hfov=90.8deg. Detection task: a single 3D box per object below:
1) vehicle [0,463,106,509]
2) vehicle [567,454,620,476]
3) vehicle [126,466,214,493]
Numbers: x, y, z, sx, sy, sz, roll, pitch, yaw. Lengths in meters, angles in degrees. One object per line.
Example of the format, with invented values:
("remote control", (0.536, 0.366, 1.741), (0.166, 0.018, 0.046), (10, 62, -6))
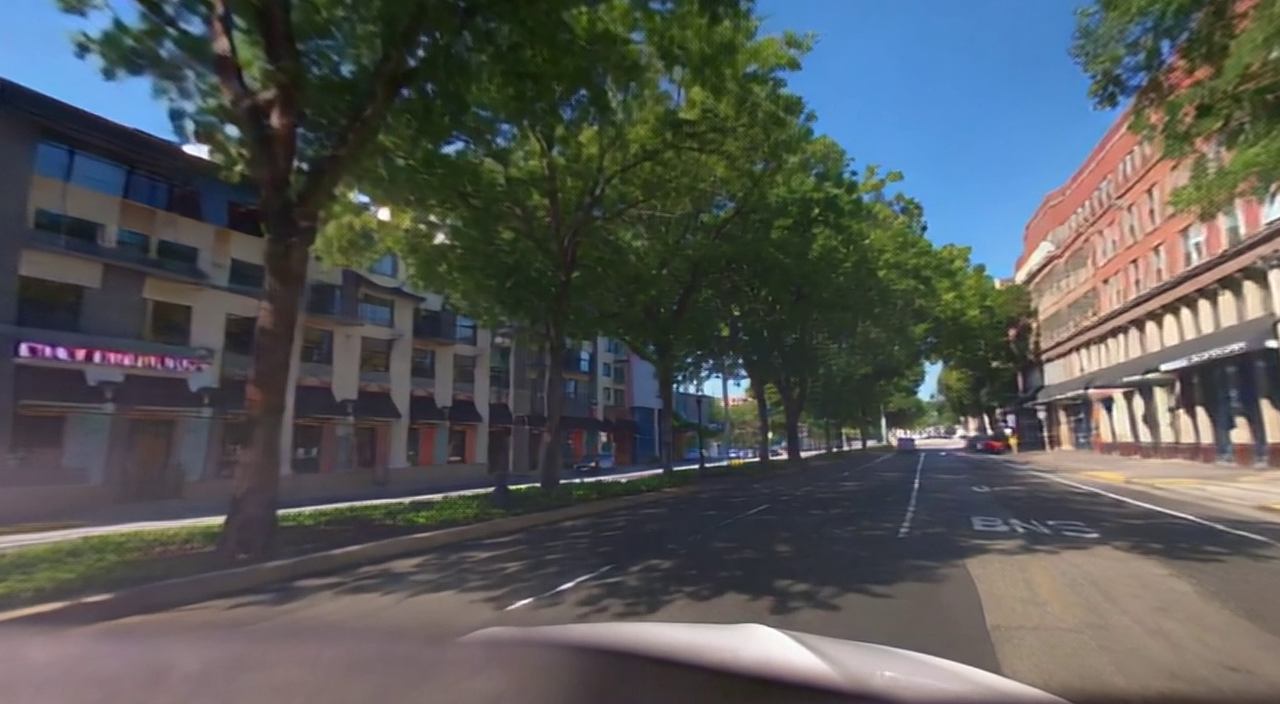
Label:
("vehicle", (-24.082, 5.414, 25.505), (3.994, 1.471, 1.956), (-2, -16, 22))
("vehicle", (-3.335, 8.235, 46.256), (1.840, 1.440, 4.442), (-7, -11, 25))
("vehicle", (-30.243, 8.196, 40.817), (1.689, 1.534, 4.158), (-9, -13, 25))
